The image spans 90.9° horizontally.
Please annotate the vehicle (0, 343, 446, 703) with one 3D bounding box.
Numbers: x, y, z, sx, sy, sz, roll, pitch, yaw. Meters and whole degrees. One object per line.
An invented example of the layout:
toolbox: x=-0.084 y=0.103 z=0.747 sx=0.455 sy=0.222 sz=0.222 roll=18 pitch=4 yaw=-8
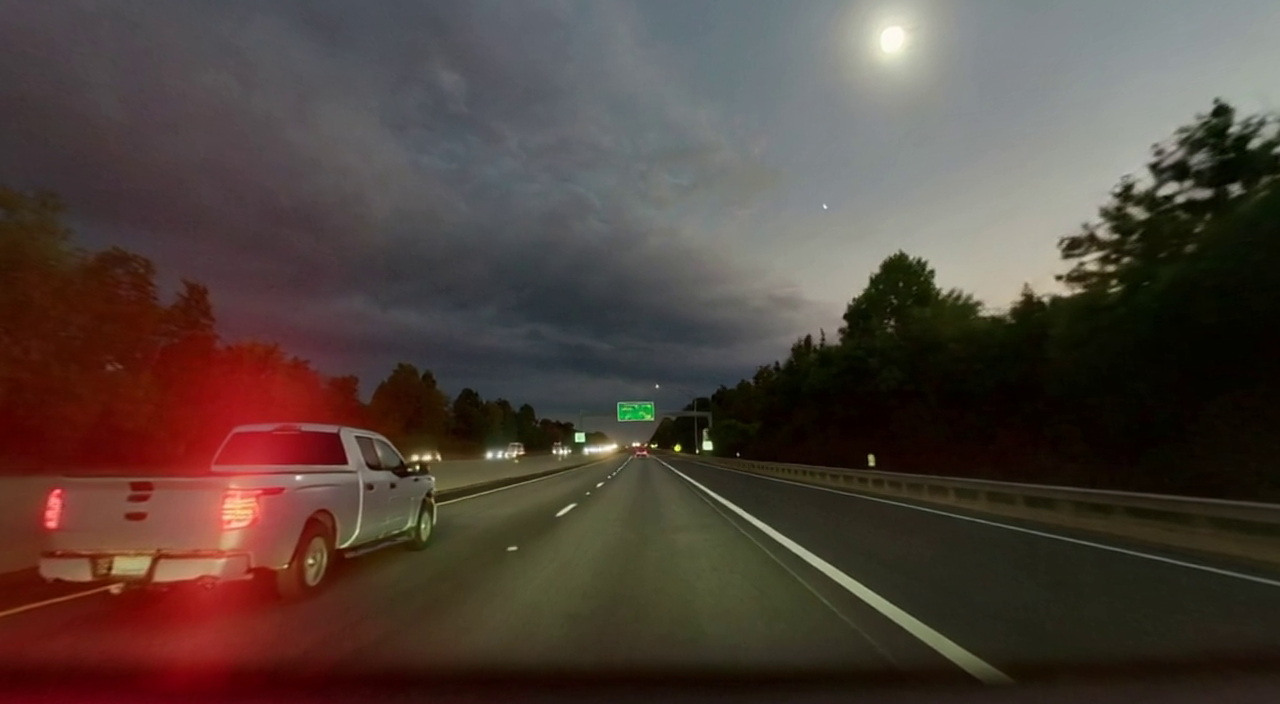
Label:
vehicle: x=-3.671 y=1.287 z=5.536 sx=2.214 sy=1.872 sz=5.179 roll=0 pitch=-9 yaw=1
